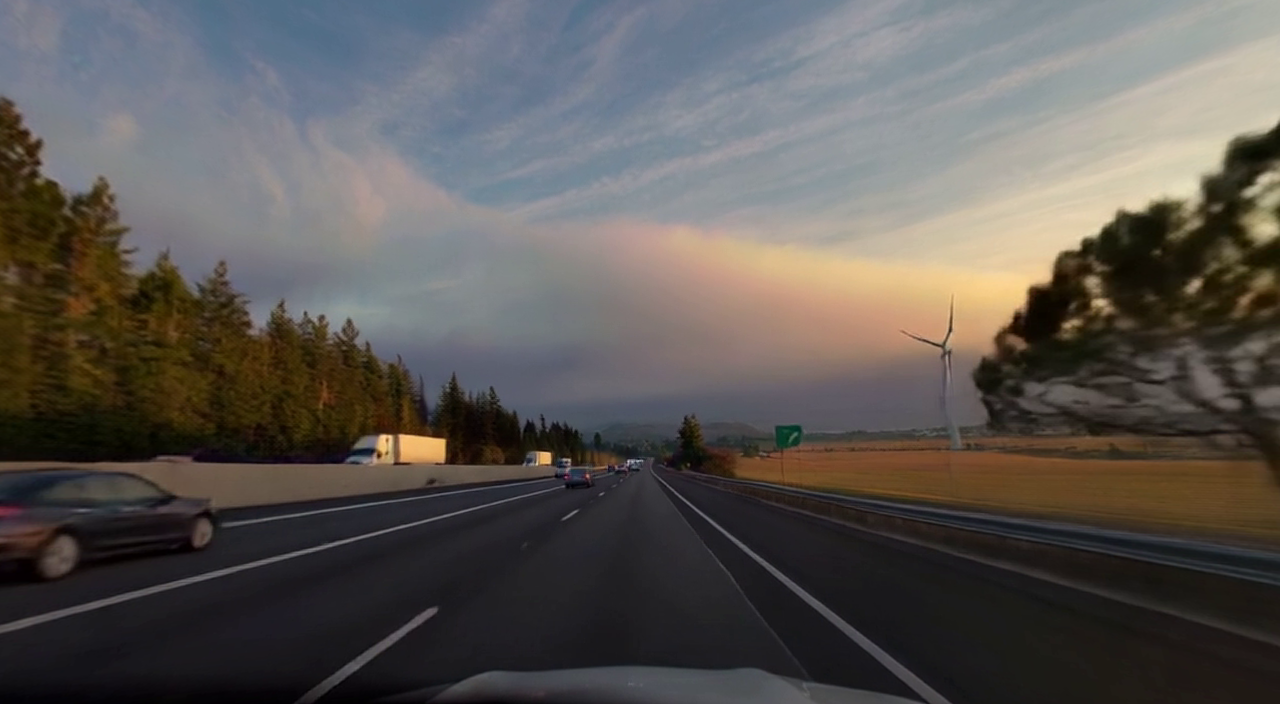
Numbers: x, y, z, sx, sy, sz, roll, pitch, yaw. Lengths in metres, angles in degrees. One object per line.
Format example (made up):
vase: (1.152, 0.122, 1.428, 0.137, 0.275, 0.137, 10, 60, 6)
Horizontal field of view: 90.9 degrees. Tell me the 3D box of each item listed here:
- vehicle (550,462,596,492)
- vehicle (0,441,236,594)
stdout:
vehicle: (-3.646, 6.889, 35.003, 2.039, 1.505, 4.843, 1, -10, 0)
vehicle: (-7.157, 1.792, 7.193, 1.956, 1.451, 4.674, 1, -10, 0)
